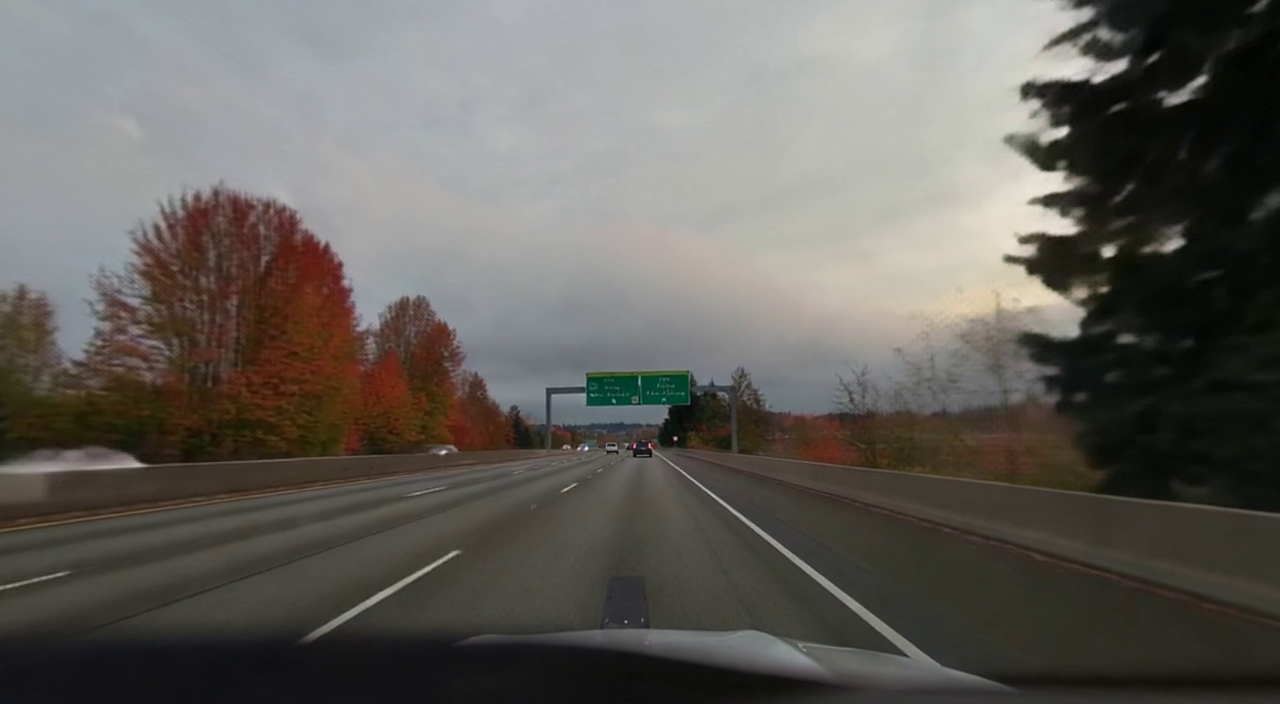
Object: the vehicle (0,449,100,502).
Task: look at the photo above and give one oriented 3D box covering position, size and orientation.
[{"bbox_3d":[-20.264,3.910,20.113,1.898,1.546,4.570,0,-8,0],"label":"vehicle"}]
